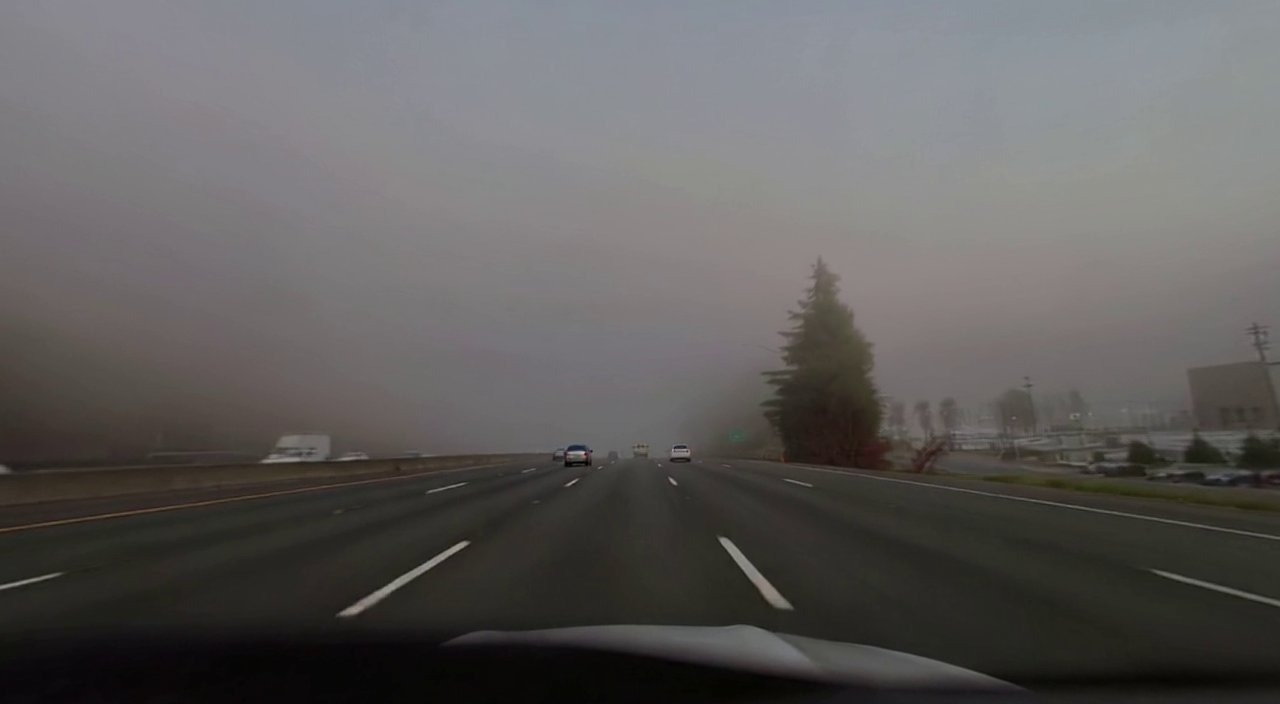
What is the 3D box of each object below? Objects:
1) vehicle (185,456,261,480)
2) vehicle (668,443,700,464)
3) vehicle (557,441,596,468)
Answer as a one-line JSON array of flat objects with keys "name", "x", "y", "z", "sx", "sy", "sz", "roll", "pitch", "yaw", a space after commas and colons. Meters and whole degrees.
[{"name": "vehicle", "x": -27.684, "y": 7.691, "z": 42.165, "sx": 1.841, "sy": 1.457, "sz": 4.742, "roll": 0, "pitch": -8, "yaw": 0}, {"name": "vehicle", "x": 3.154, "y": 7.404, "z": 46.194, "sx": 1.967, "sy": 1.475, "sz": 4.080, "roll": 0, "pitch": -8, "yaw": -2}, {"name": "vehicle", "x": -4.291, "y": 7.009, "z": 43.416, "sx": 2.179, "sy": 1.693, "sz": 4.204, "roll": 0, "pitch": -8, "yaw": 1}]
